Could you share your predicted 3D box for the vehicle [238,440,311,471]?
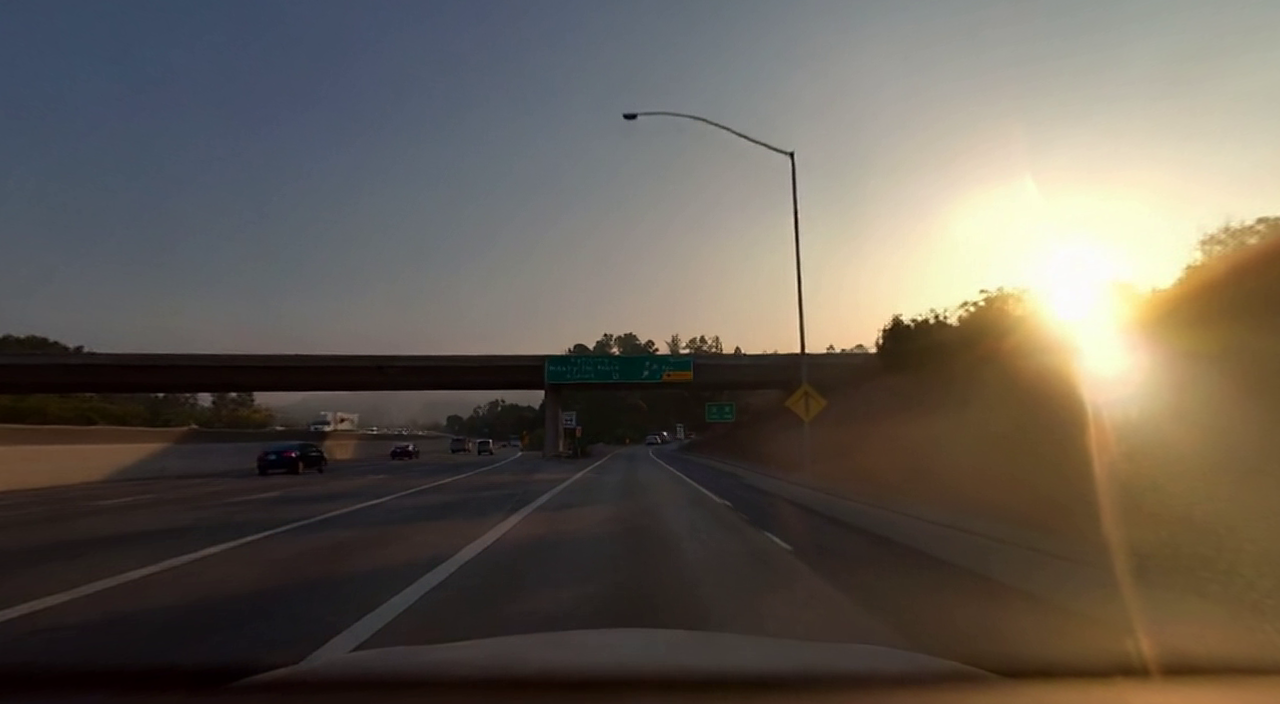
[{"bbox_3d":[-21.532,6.122,37.321,2.093,1.735,4.285,1,-9,-6],"label":"vehicle"}]
